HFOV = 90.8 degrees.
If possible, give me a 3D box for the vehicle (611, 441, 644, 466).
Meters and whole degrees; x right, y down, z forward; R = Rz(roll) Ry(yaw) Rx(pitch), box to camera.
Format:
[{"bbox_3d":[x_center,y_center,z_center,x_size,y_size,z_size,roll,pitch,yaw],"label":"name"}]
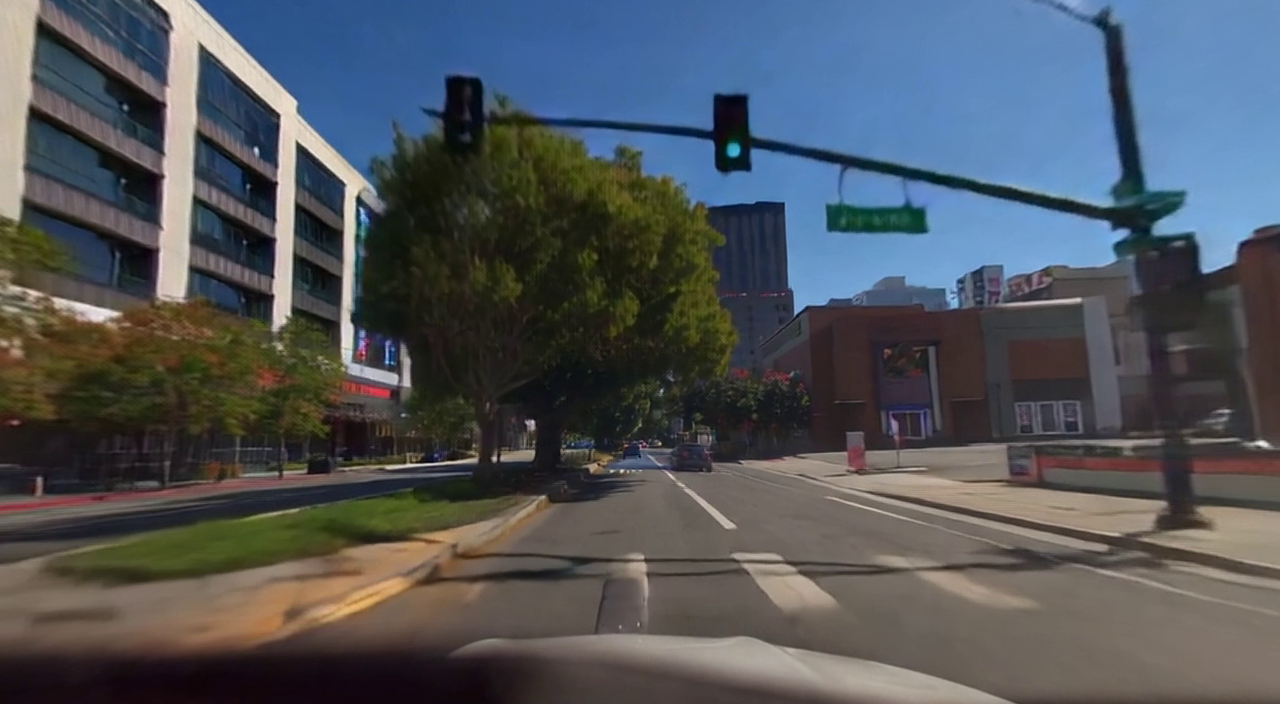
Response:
[{"bbox_3d":[-0.828,6.609,41.306,2.045,1.510,3.690,0,-9,-2],"label":"vehicle"}]
